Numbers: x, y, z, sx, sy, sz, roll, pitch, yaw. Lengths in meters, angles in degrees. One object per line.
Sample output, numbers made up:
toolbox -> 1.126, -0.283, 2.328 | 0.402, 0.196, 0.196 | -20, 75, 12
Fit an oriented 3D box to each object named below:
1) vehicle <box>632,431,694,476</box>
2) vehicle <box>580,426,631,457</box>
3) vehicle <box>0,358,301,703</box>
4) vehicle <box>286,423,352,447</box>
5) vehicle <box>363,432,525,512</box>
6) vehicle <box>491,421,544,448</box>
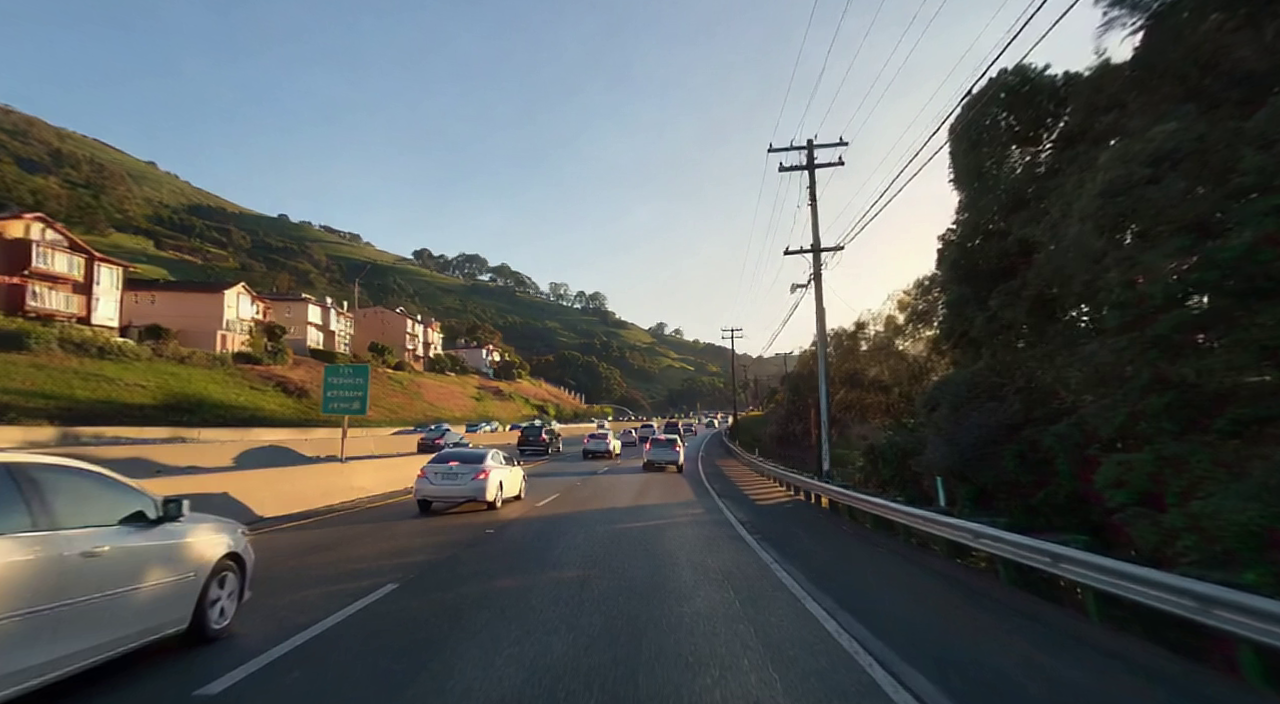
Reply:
vehicle -> 0.893, 3.726, 23.237 | 2.109, 1.495, 3.935 | -1, -8, 4
vehicle -> -1.937, 5.223, 36.676 | 2.121, 1.639, 4.383 | -1, -8, 8
vehicle -> -4.142, 0.975, 3.427 | 2.079, 1.763, 4.295 | 0, -8, 2
vehicle -> -21.940, 5.735, 43.310 | 1.842, 1.568, 4.109 | -2, -8, 11
vehicle -> -4.153, 2.617, 14.342 | 1.956, 1.478, 4.789 | -1, -8, 2
vehicle -> -8.571, 5.878, 44.605 | 2.080, 1.833, 4.461 | -2, -9, 12
